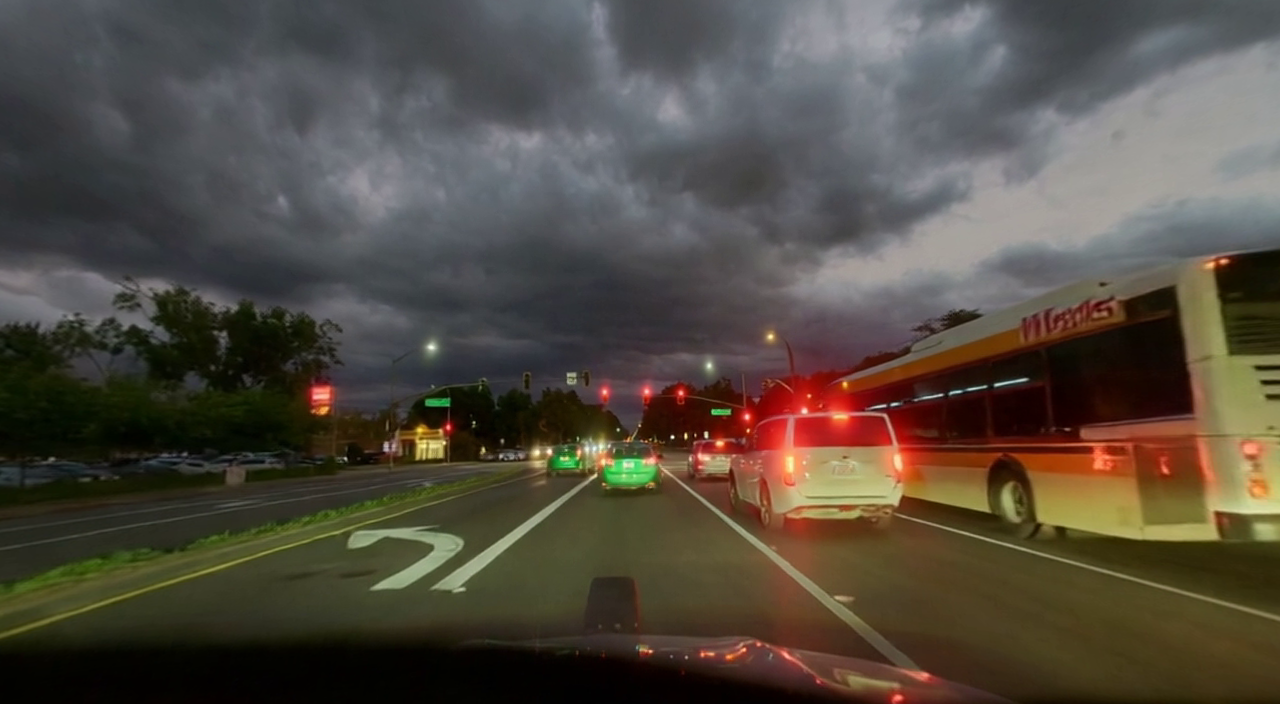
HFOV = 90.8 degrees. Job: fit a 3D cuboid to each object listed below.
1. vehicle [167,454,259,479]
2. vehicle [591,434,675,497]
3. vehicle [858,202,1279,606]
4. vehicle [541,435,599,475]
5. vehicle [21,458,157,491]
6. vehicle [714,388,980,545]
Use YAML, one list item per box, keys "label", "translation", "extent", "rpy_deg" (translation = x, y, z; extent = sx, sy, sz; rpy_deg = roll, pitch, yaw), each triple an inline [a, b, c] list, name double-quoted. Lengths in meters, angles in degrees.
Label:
- label: "vehicle"
  translation: [-27.829, 7.445, 41.376]
  extent: [4.800, 1.461, 1.831]
  rpy_deg: [5, -10, -31]
- label: "vehicle"
  translation: [-0.203, 3.066, 17.418]
  extent: [2.071, 1.525, 3.723]
  rpy_deg: [0, -8, -1]
- label: "vehicle"
  translation: [6.413, 0.990, 9.598]
  extent: [2.879, 3.318, 8.881]
  rpy_deg: [0, -8, -1]
- label: "vehicle"
  translation: [-3.114, 4.714, 29.155]
  extent: [2.180, 1.708, 4.397]
  rpy_deg: [0, -8, 0]
- label: "vehicle"
  translation: [-28.267, 6.270, 32.641]
  extent: [4.881, 1.458, 1.914]
  rpy_deg: [4, -9, -27]
- label: "vehicle"
  translation: [2.957, 1.865, 10.964]
  extent: [2.490, 1.951, 5.931]
  rpy_deg: [0, -8, -1]
